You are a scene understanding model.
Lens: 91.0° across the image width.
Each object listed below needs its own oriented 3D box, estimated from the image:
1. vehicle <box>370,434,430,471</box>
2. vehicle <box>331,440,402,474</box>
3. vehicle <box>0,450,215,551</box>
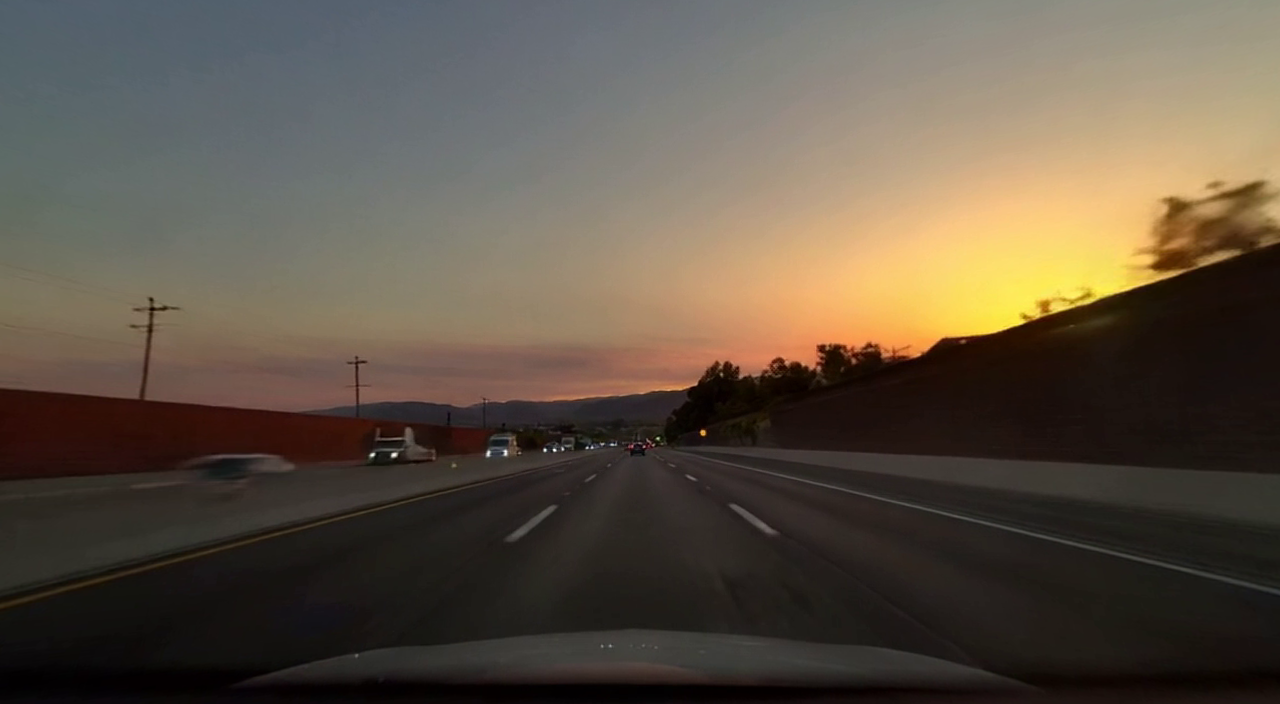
[{"bbox_3d":[-18.823,7.876,49.672,2.424,2.756,5.523,0,-8,1],"label":"vehicle"},{"bbox_3d":[-18.739,7.164,43.378,2.403,2.187,5.419,0,-8,0],"label":"vehicle"},{"bbox_3d":[-10.477,2.631,11.888,1.934,1.497,4.181,0,-8,0],"label":"vehicle"}]
